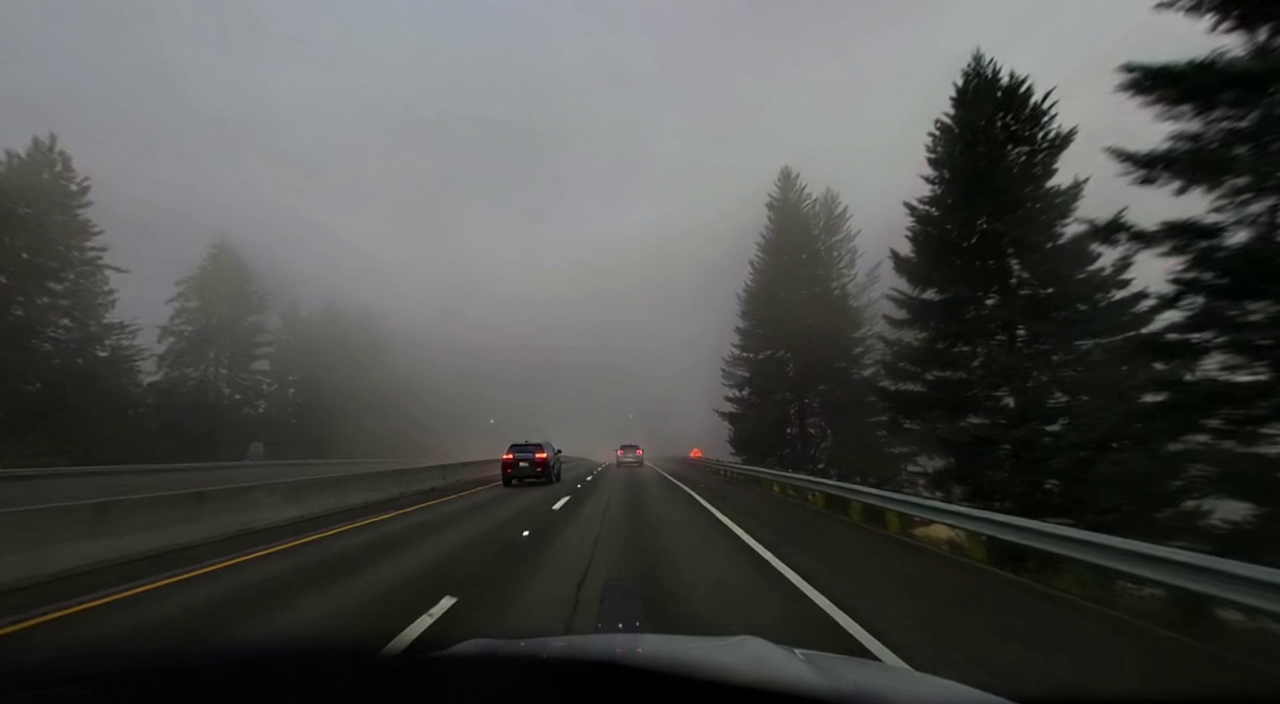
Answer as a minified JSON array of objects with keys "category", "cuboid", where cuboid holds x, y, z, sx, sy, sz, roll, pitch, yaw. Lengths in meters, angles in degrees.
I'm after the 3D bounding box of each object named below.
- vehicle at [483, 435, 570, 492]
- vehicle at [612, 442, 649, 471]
[{"category":"vehicle","cuboid":[-3.808,3.825,21.987,2.130,1.741,4.665,0,-9,0]},{"category":"vehicle","cuboid":[-0.594,6.309,38.239,2.130,1.684,3.826,0,-8,-1]}]
